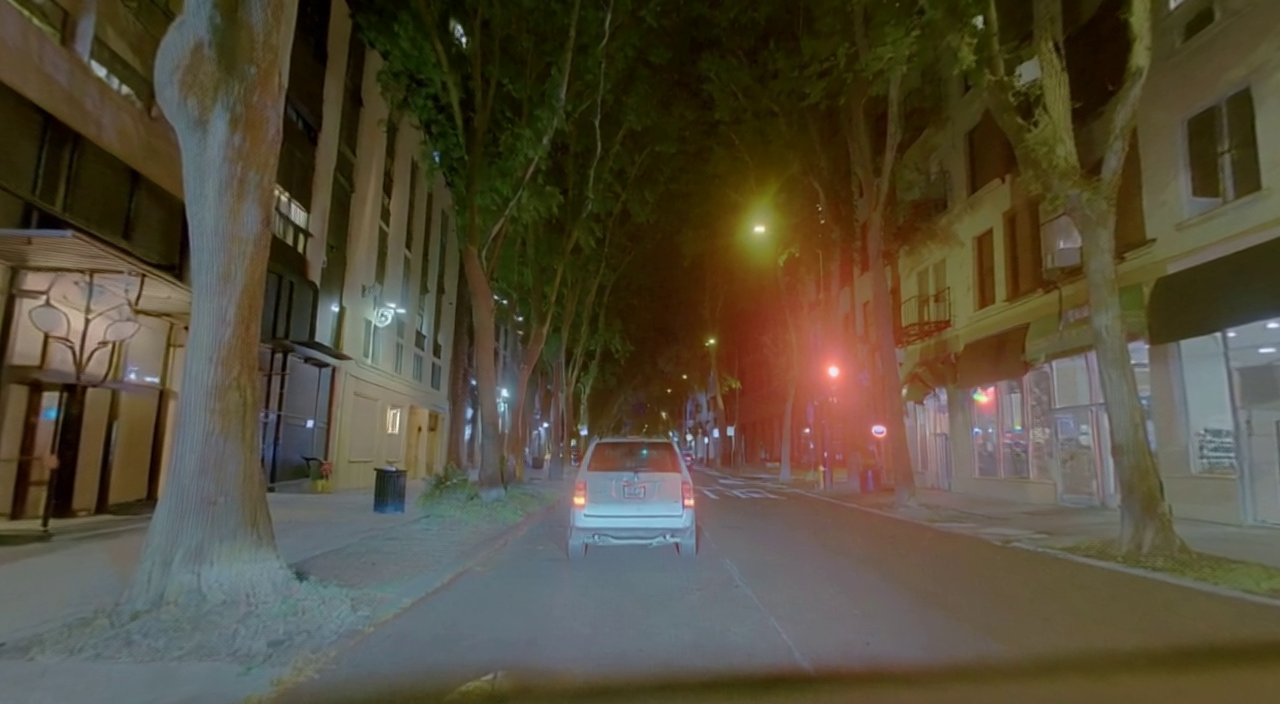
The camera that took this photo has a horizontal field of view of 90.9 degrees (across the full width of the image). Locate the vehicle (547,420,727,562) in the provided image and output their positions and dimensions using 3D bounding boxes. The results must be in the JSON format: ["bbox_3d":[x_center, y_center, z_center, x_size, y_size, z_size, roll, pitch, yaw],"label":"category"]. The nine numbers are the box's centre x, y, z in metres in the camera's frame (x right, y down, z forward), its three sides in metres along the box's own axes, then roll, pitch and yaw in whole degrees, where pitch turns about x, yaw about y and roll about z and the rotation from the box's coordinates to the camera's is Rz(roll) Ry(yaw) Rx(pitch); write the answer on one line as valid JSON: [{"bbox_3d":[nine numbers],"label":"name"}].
[{"bbox_3d":[-0.080,1.901,9.315,2.079,1.621,3.861,0,-8,-1],"label":"vehicle"}]

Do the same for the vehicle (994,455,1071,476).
[{"bbox_3d":[29.816,8.599,47.920,4.668,1.441,1.904,1,-9,-6],"label":"vehicle"}]

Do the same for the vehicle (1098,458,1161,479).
[{"bbox_3d":[37.103,8.819,47.799,3.445,1.363,1.608,2,-8,-1],"label":"vehicle"}]
